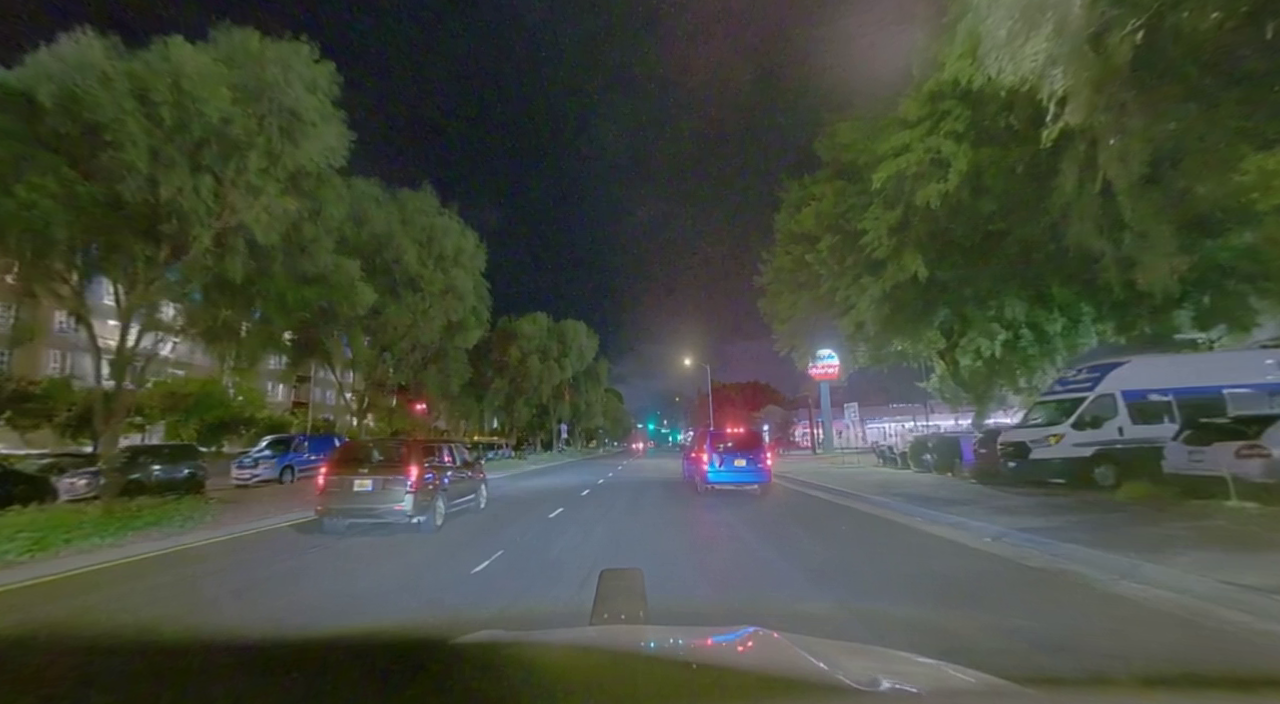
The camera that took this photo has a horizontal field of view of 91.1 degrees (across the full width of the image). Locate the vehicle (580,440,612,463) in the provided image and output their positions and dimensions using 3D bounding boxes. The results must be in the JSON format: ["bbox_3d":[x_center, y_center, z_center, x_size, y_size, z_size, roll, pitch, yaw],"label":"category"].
[{"bbox_3d":[-2.946,6.804,43.017,1.840,1.442,4.050,0,-8,1],"label":"vehicle"}]

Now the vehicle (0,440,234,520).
[{"bbox_3d":[-11.855,2.832,14.534,1.854,1.522,4.473,0,-8,0],"label":"vehicle"}]

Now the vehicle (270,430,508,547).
[{"bbox_3d":[-3.677,2.073,10.274,1.966,1.481,4.385,0,-8,2],"label":"vehicle"}]

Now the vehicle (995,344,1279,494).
[{"bbox_3d":[13.179,1.653,15.315,7.188,3.303,2.772,0,-8,0],"label":"vehicle"}]

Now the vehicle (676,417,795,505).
[{"bbox_3d":[2.071,2.564,15.079,2.293,1.779,4.457,-1,-8,2],"label":"vehicle"}]
